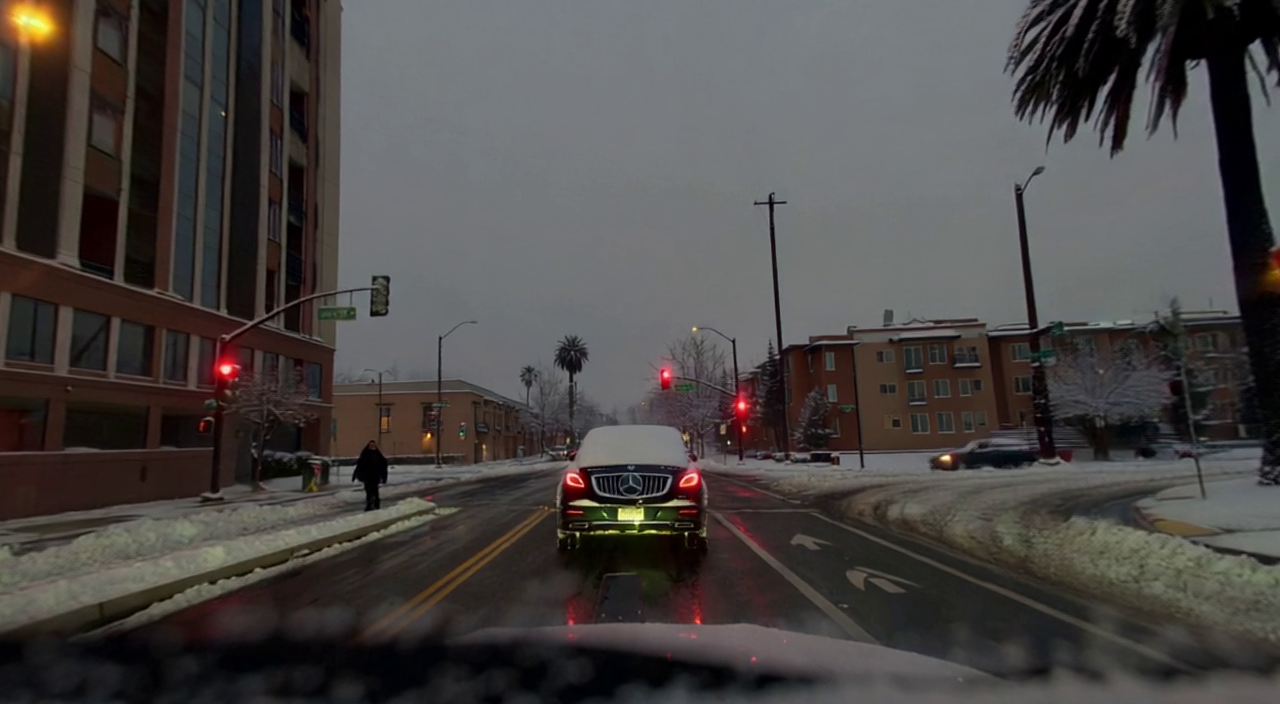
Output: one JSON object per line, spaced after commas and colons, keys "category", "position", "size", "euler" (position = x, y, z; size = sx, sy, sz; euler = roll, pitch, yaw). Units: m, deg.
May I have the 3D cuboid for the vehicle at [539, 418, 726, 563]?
{"category": "vehicle", "position": [-0.086, 1.871, 9.218], "size": [2.144, 1.643, 3.770], "euler": [0, -8, 0]}

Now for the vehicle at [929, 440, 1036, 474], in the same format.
{"category": "vehicle", "position": [18.673, 5.735, 34.615], "size": [4.649, 1.760, 2.029], "euler": [-1, -8, 2]}

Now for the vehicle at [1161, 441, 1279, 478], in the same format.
{"category": "vehicle", "position": [26.716, 4.868, 28.816], "size": [4.118, 1.593, 2.004], "euler": [0, -8, -4]}
